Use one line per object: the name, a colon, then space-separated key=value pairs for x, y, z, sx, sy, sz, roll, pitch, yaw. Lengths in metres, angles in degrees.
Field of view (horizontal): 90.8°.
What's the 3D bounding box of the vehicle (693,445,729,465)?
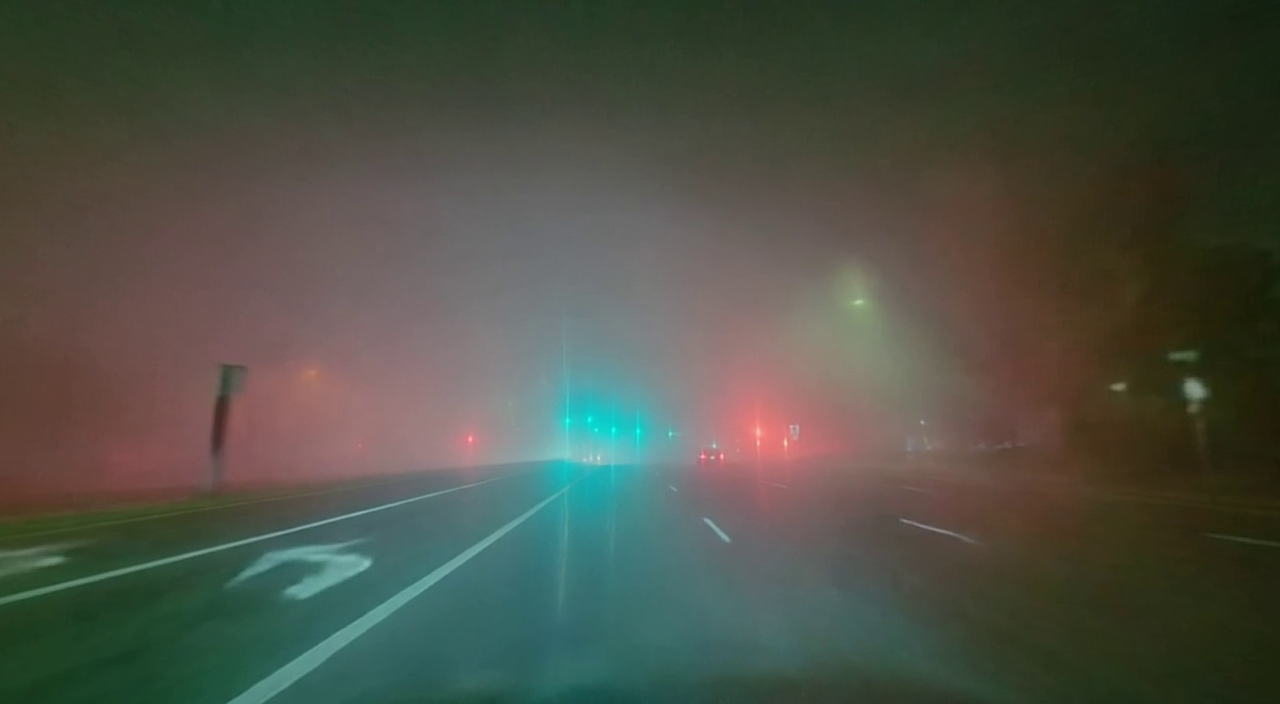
vehicle: x=5.409 y=7.920 z=48.738 sx=2.187 sy=1.475 sz=4.529 roll=0 pitch=-8 yaw=-2
